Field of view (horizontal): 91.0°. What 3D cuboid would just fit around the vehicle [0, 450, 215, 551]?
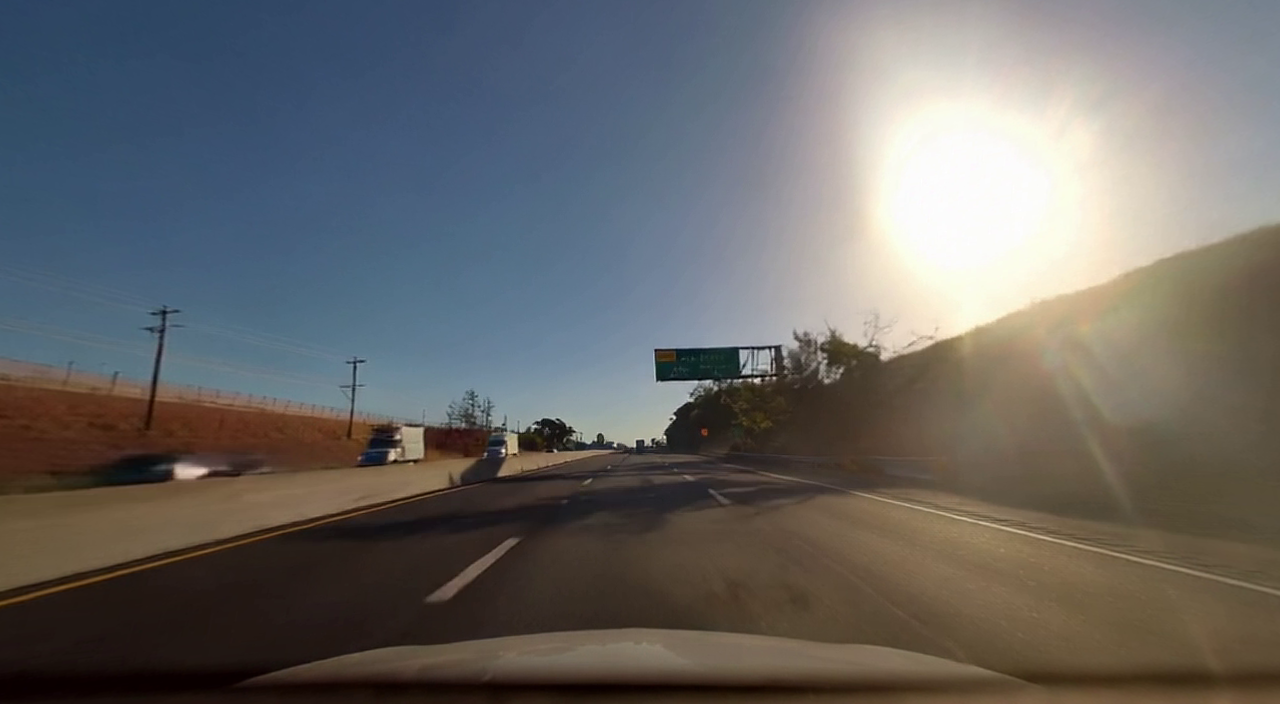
[{"bbox_3d":[-10.477,2.631,11.888,1.934,1.497,4.181,0,-8,0],"label":"vehicle"}]

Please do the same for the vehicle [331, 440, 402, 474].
[{"bbox_3d":[-18.739,7.164,43.378,2.403,2.187,5.419,0,-8,0],"label":"vehicle"}]

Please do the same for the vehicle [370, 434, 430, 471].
[{"bbox_3d":[-18.823,7.876,49.672,2.424,2.756,5.523,0,-8,1],"label":"vehicle"}]
